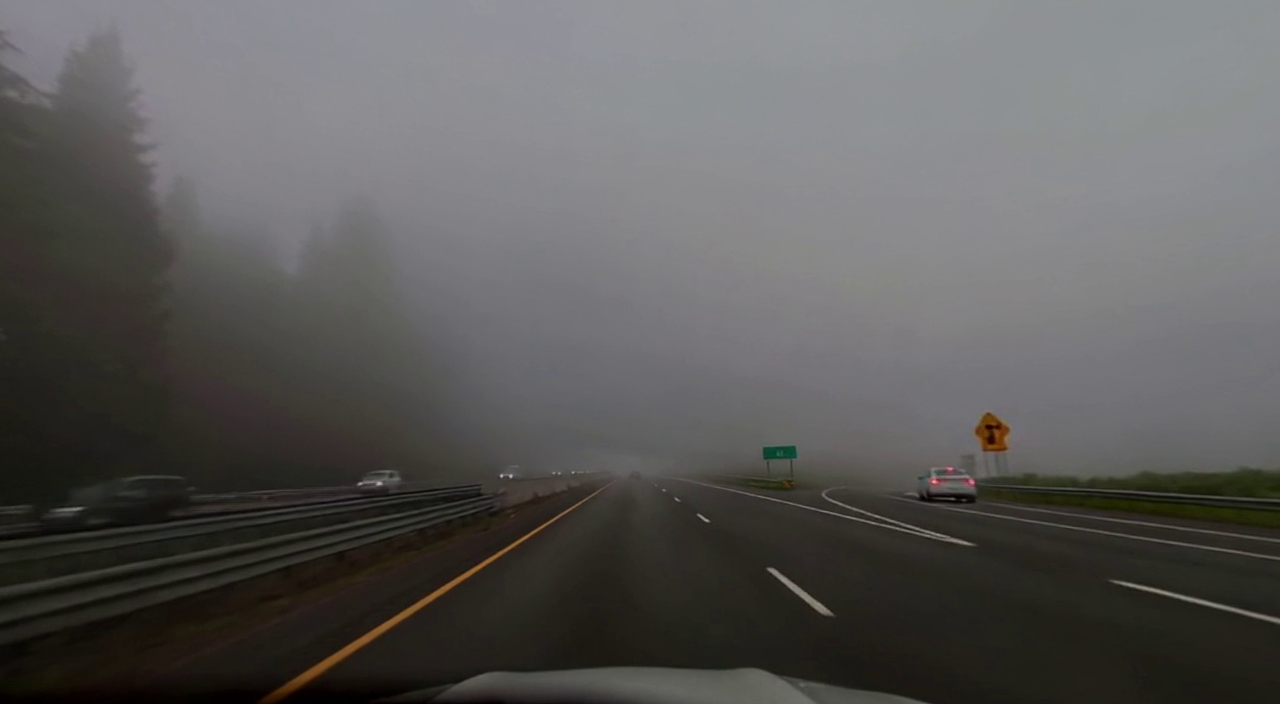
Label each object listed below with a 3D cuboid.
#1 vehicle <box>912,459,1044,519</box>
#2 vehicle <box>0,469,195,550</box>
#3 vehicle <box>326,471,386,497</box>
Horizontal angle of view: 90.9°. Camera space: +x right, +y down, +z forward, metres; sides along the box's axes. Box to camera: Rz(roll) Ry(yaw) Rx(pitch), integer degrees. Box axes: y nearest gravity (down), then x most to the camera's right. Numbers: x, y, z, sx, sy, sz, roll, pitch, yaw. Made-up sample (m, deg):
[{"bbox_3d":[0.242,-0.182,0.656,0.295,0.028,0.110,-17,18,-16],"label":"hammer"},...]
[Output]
[{"bbox_3d":[10.054,4.102,19.218,1.951,1.566,4.616,-1,-11,7],"label":"vehicle"},{"bbox_3d":[-12.832,3.450,14.397,1.956,1.478,4.565,1,-10,0],"label":"vehicle"},{"bbox_3d":[-17.290,8.046,38.571,1.788,1.493,3.815,0,-10,1],"label":"vehicle"}]
